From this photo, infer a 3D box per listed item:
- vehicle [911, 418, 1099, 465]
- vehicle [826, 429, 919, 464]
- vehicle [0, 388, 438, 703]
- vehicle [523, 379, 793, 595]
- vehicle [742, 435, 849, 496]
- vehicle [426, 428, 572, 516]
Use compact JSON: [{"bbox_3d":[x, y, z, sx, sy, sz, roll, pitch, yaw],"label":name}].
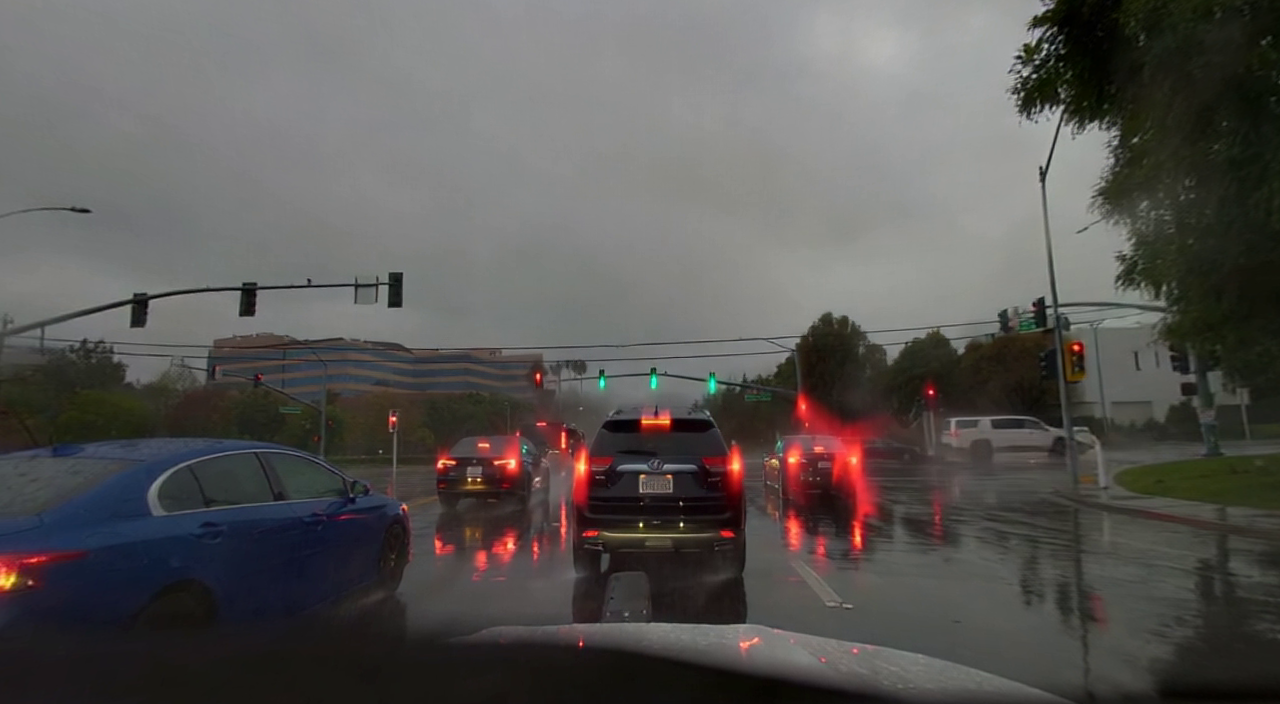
[{"bbox_3d":[16.490,4.106,29.027,6.879,1.984,2.808,-2,-8,11],"label":"vehicle"},{"bbox_3d":[11.206,4.534,30.490,4.026,1.573,2.271,-3,-8,21],"label":"vehicle"},{"bbox_3d":[-3.219,1.193,4.393,1.958,1.494,4.624,0,-8,2],"label":"vehicle"},{"bbox_3d":[0.204,1.465,7.644,2.300,1.832,4.331,0,-8,1],"label":"vehicle"},{"bbox_3d":[4.101,3.055,17.339,1.979,1.453,4.011,0,-8,1],"label":"vehicle"},{"bbox_3d":[-2.682,2.390,13.076,1.851,1.502,4.042,0,-8,4],"label":"vehicle"}]
